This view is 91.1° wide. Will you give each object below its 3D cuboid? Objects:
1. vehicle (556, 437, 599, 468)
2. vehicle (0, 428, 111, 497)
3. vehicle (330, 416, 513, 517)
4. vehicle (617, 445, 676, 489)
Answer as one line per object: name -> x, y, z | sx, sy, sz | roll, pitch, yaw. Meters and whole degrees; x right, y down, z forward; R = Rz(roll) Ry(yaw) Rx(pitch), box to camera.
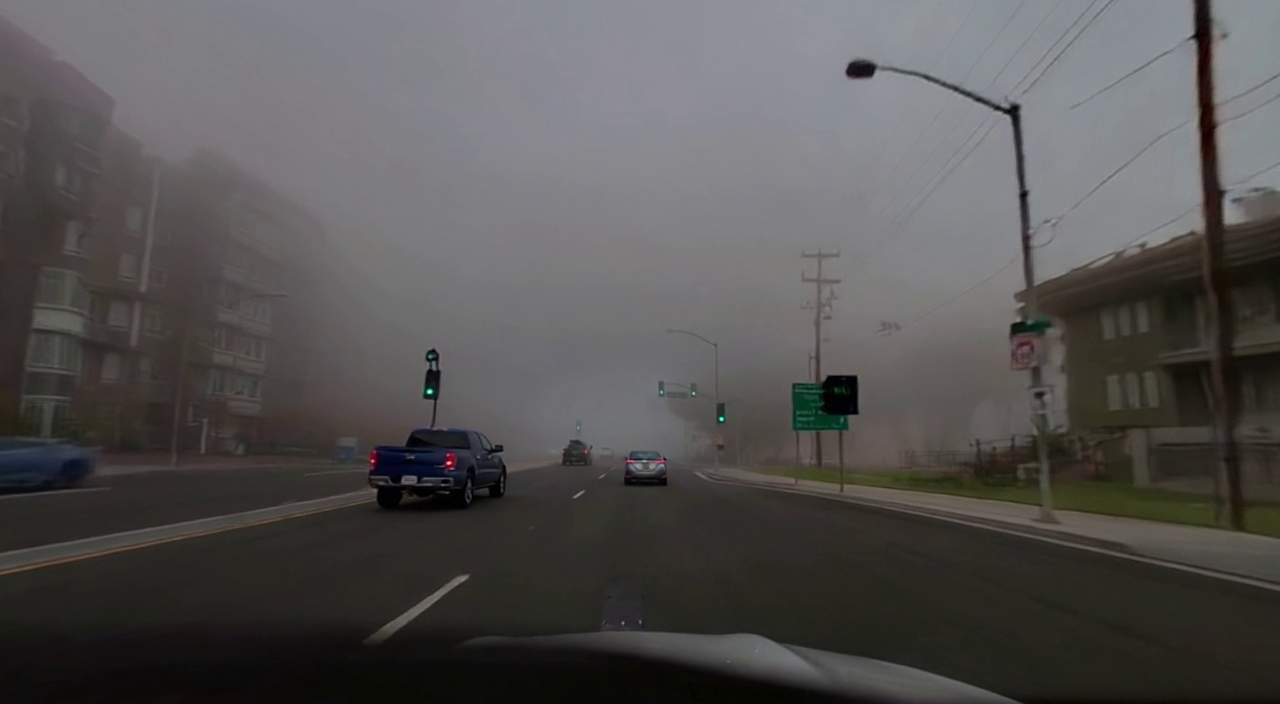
vehicle -> -4.473, 7.340, 45.839 | 2.447, 2.062, 5.911 | 0, -9, 1
vehicle -> -19.223, 3.295, 18.798 | 2.179, 1.926, 5.037 | -1, -9, 3
vehicle -> -4.815, 2.670, 15.148 | 2.187, 1.904, 6.103 | 0, -9, 1
vehicle -> 0.252, 4.496, 24.844 | 2.122, 1.562, 4.152 | 0, -9, 1
